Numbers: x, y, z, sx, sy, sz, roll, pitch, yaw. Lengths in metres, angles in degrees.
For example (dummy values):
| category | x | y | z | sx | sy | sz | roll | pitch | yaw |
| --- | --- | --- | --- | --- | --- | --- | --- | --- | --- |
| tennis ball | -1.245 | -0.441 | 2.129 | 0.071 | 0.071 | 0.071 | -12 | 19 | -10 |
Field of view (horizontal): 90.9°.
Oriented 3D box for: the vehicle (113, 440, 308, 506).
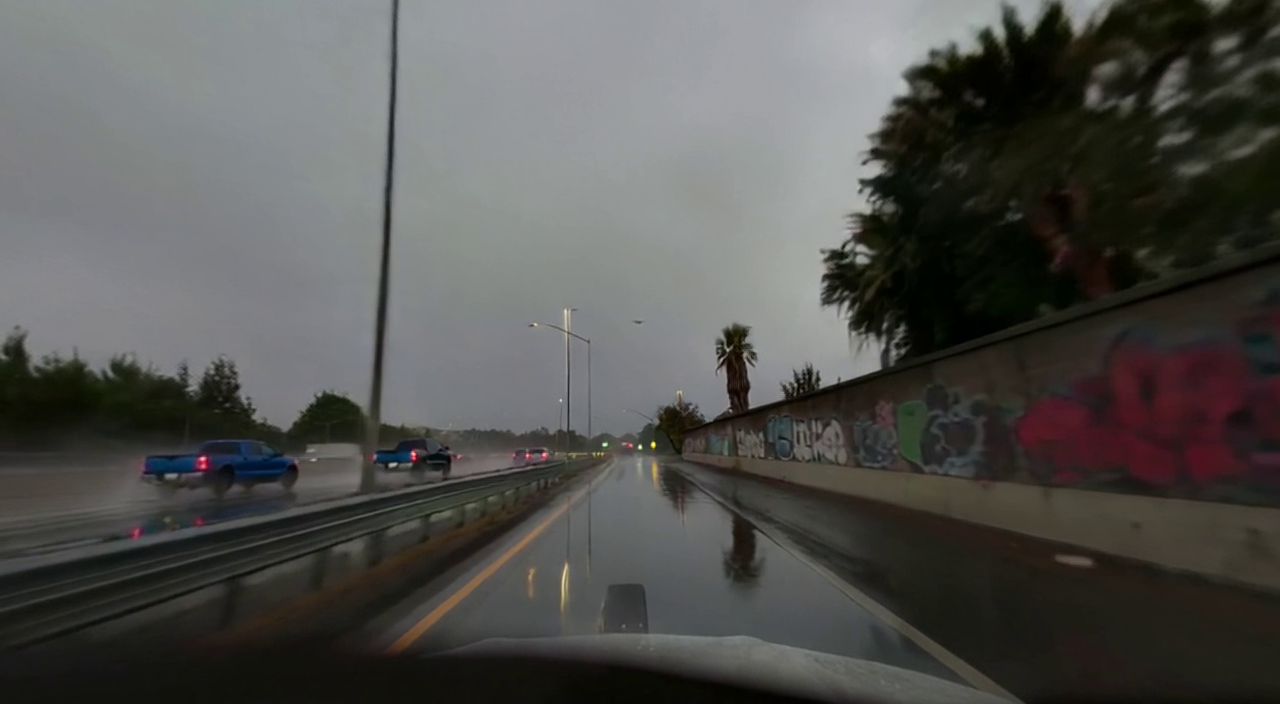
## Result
| category | x | y | z | sx | sy | sz | roll | pitch | yaw |
| --- | --- | --- | --- | --- | --- | --- | --- | --- | --- |
| vehicle | -13.959 | 3.946 | 21.166 | 2.272 | 1.882 | 5.941 | 0 | -9 | 1 |

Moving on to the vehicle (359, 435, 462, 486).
| category | x | y | z | sx | sy | sz | roll | pitch | yaw |
| --- | --- | --- | --- | --- | --- | --- | --- | --- | --- |
| vehicle | -9.965 | 4.753 | 27.962 | 2.342 | 1.999 | 5.594 | 0 | -9 | 1 |
